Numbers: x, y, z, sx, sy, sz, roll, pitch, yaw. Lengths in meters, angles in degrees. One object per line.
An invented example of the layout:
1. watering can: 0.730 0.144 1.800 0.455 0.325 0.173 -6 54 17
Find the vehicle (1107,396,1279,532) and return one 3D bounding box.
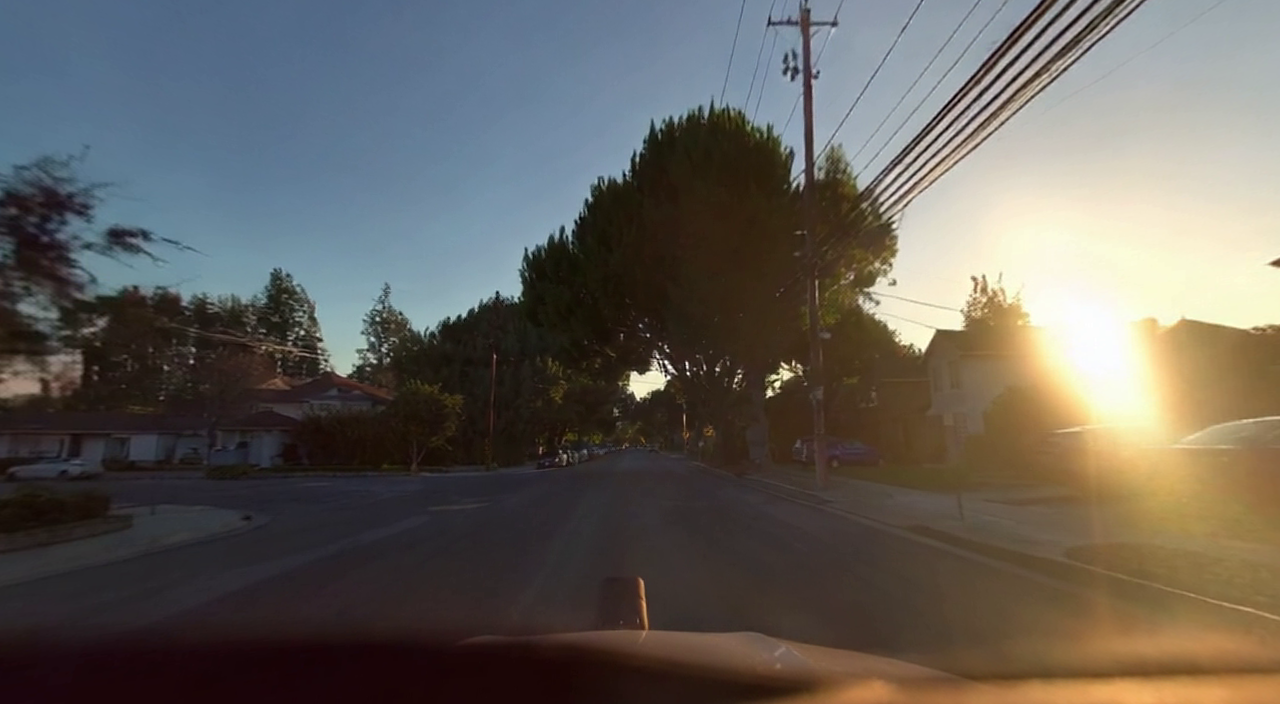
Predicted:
1. vehicle: 10.210 1.569 9.419 4.686 1.786 2.019 -3 -8 5

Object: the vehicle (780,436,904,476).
1. vehicle: 9.076 4.723 28.769 4.846 1.577 2.146 -2 -8 0

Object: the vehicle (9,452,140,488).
1. vehicle: -27.071 5.647 30.352 4.360 1.582 1.920 0 -8 -2
